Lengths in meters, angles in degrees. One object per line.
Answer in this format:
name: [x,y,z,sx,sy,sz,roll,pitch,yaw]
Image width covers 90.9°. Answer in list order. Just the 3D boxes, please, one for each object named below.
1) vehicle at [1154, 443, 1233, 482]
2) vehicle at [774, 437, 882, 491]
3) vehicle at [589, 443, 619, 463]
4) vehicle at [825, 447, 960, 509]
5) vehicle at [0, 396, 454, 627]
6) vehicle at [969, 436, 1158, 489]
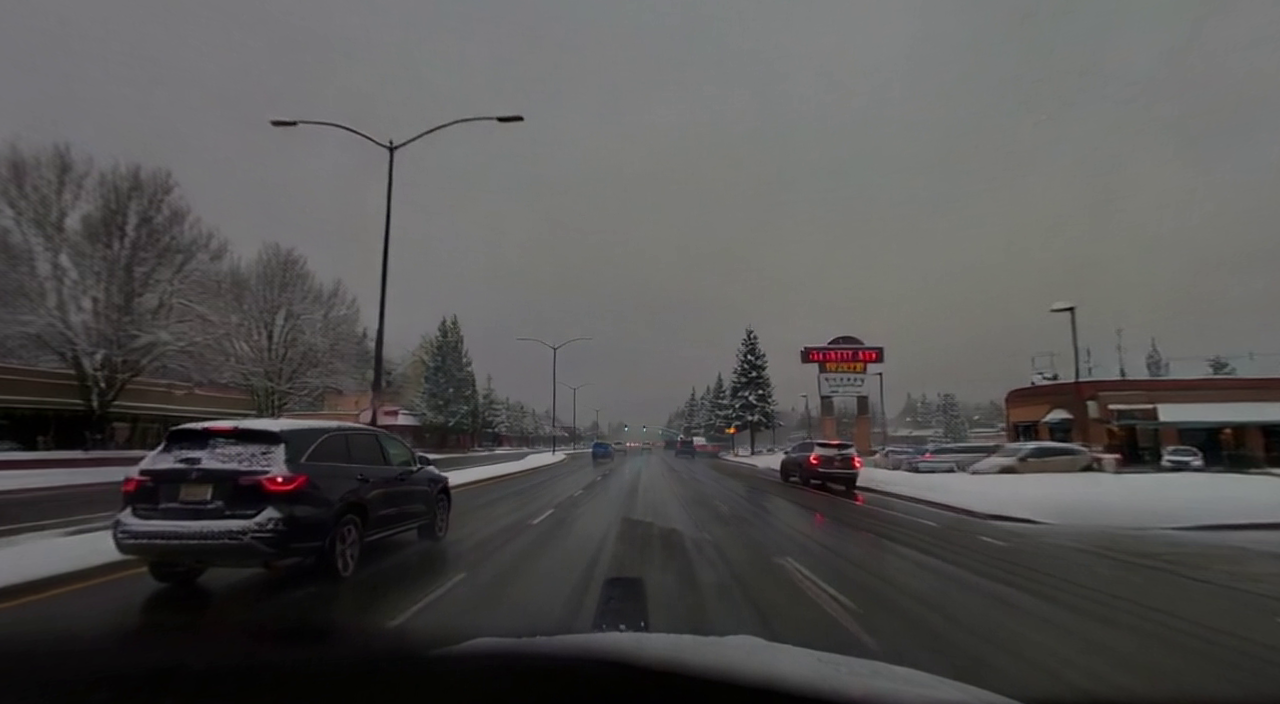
vehicle: [26.395,5.191,30.000,4.673,1.696,1.922,7,-11,-39]
vehicle: [6.913,4.178,24.073,2.335,1.790,5.991,0,-8,1]
vehicle: [-2.705,7.760,48.711,2.005,1.446,4.265,0,-8,1]
vehicle: [6.710,3.361,17.372,1.888,1.425,4.547,0,-8,1]
vehicle: [-3.552,1.429,6.545,1.983,1.635,3.957,0,-8,1]
vehicle: [15.208,3.934,22.875,5.326,1.690,2.007,-8,-11,42]
